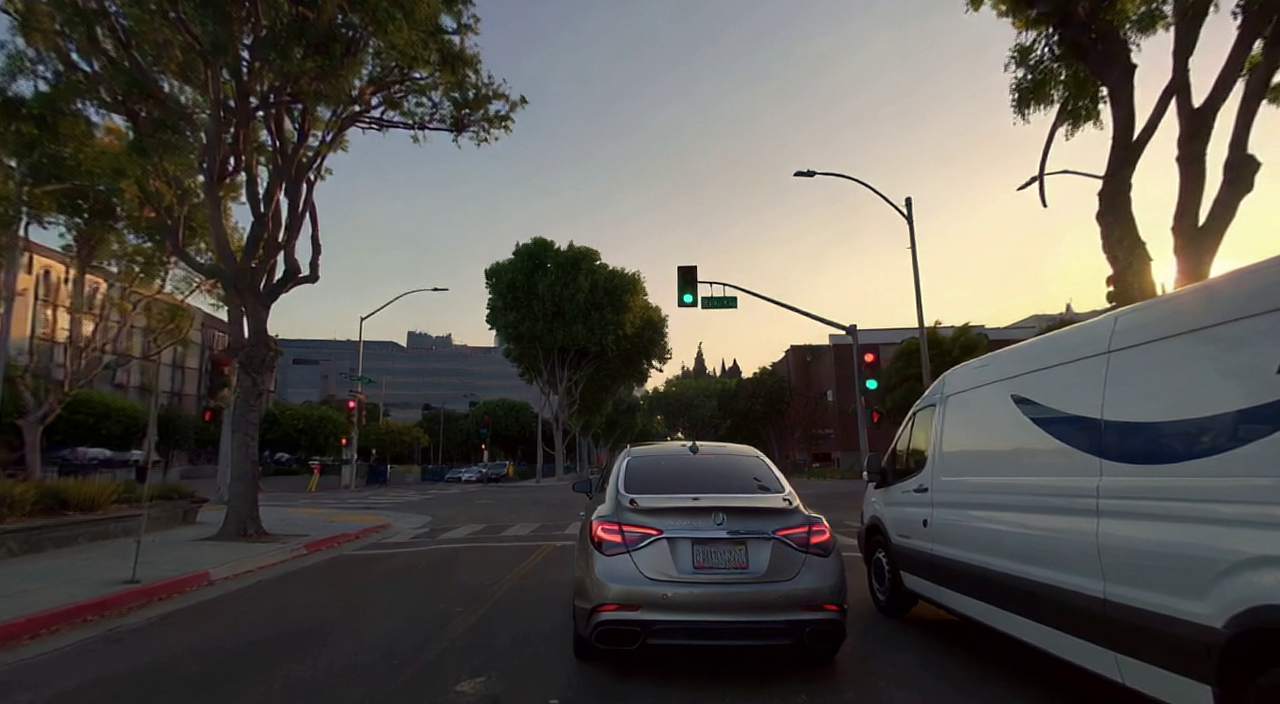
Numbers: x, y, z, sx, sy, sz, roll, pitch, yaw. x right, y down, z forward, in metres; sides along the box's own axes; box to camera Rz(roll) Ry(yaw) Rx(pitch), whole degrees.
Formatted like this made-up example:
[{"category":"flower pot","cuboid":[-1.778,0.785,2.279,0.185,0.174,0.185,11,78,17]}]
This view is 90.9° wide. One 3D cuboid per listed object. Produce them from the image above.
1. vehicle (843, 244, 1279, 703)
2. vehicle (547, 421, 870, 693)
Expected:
[{"category":"vehicle","cuboid":[2.857,0.897,2.900,2.054,1.965,5.248,1,-11,0]},{"category":"vehicle","cuboid":[0.379,1.591,5.735,1.961,1.629,3.610,1,-10,-1]}]
